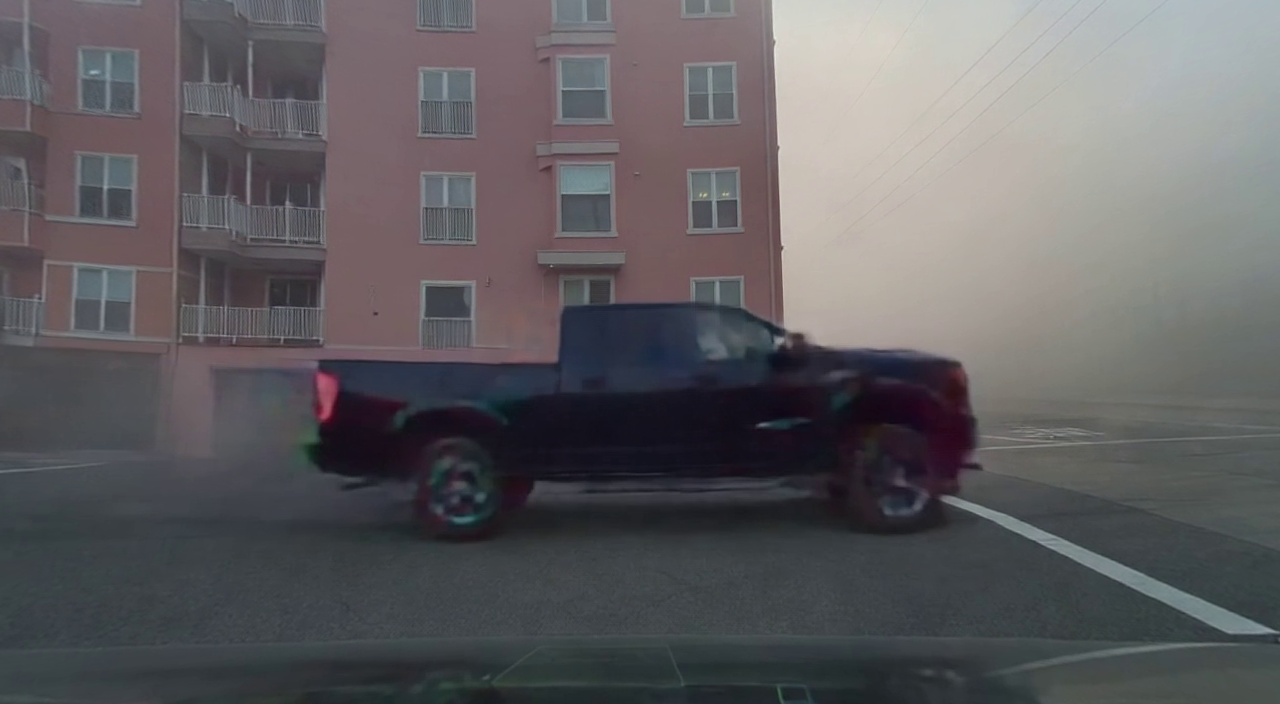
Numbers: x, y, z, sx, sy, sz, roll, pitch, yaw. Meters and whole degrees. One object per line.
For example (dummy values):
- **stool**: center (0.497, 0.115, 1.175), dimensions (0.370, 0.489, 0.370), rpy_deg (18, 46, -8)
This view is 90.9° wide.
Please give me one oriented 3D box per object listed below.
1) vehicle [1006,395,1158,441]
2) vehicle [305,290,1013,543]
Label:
- **vehicle**: center (15.751, 2.387, 22.640), dimensions (3.905, 1.475, 2.057), rpy_deg (-1, -8, -2)
- **vehicle**: center (0.143, 0.639, 6.065), dimensions (5.448, 1.974, 2.176), rpy_deg (0, -8, 0)
